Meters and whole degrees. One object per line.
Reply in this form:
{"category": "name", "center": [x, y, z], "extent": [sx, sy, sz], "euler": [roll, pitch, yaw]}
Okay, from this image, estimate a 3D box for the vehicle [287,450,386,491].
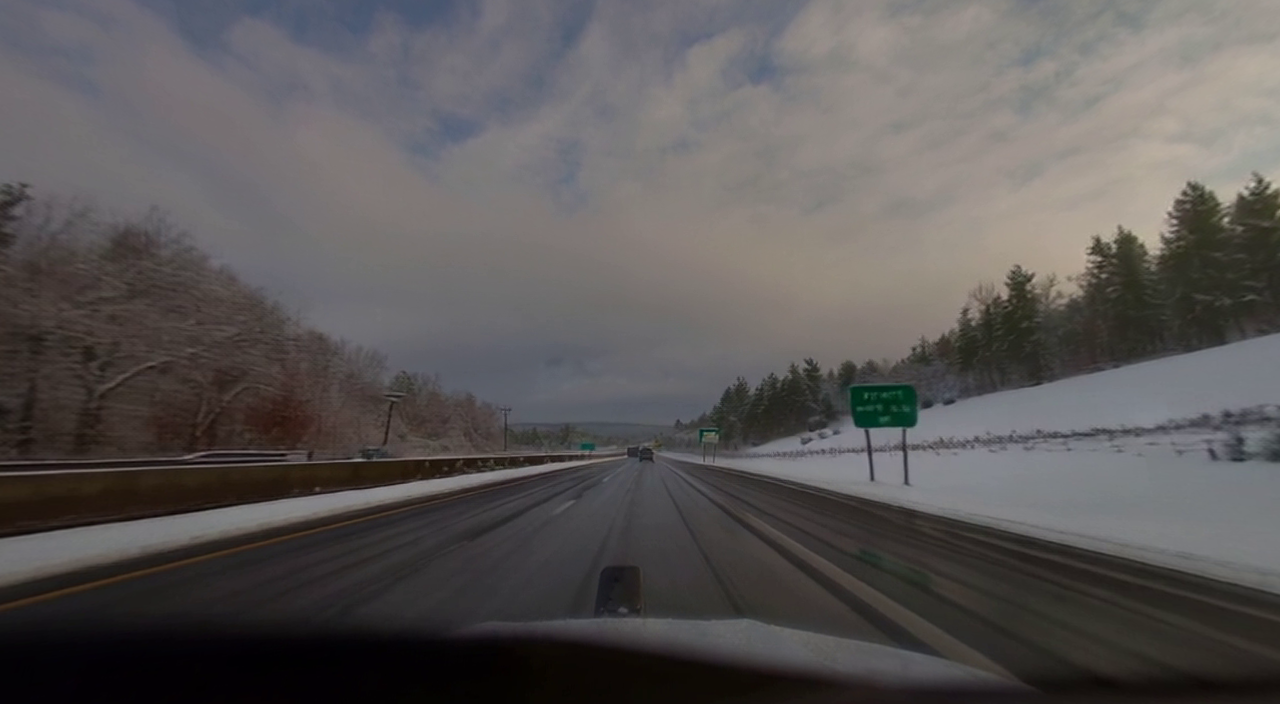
{"category": "vehicle", "center": [-12.732, 4.985, 26.811], "extent": [1.975, 1.543, 4.471], "euler": [0, -9, 0]}
